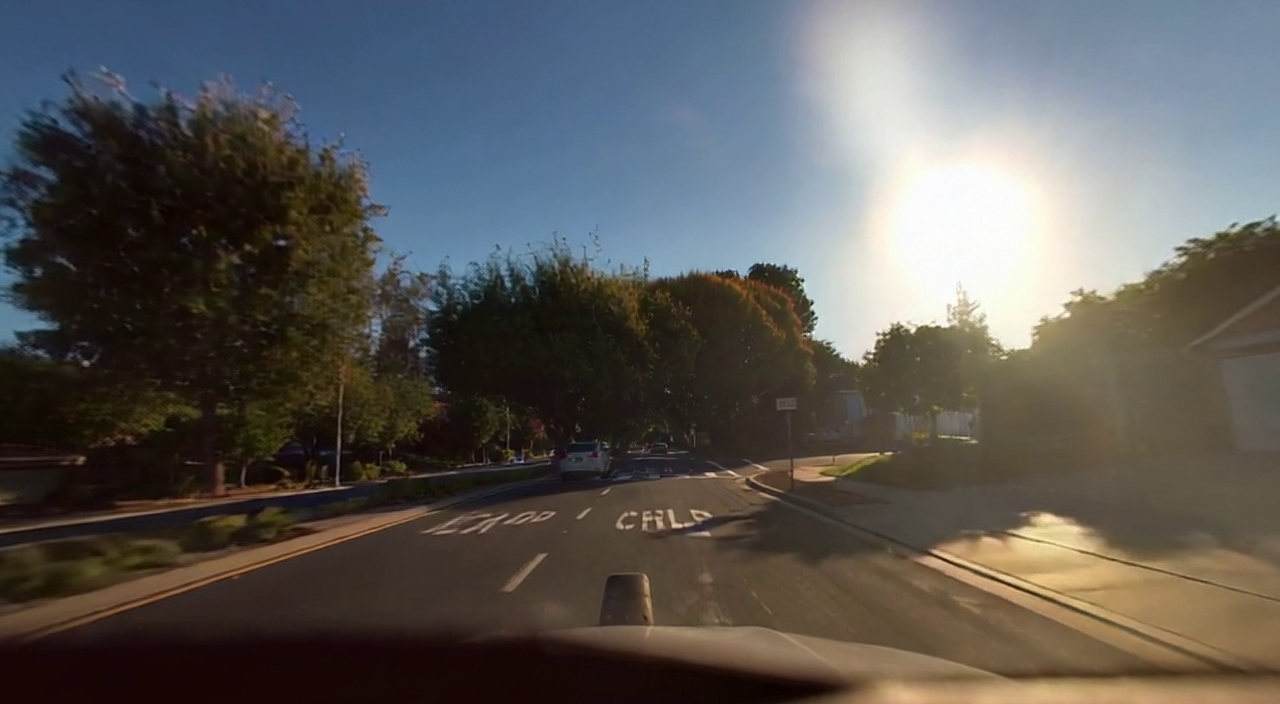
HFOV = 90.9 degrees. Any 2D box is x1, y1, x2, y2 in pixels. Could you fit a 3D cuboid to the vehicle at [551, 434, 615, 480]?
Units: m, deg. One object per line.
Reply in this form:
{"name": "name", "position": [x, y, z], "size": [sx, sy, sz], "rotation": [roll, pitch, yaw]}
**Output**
{"name": "vehicle", "position": [-2.312, 4.405, 26.703], "size": [2.190, 1.766, 4.394], "rotation": [0, -8, 2]}
